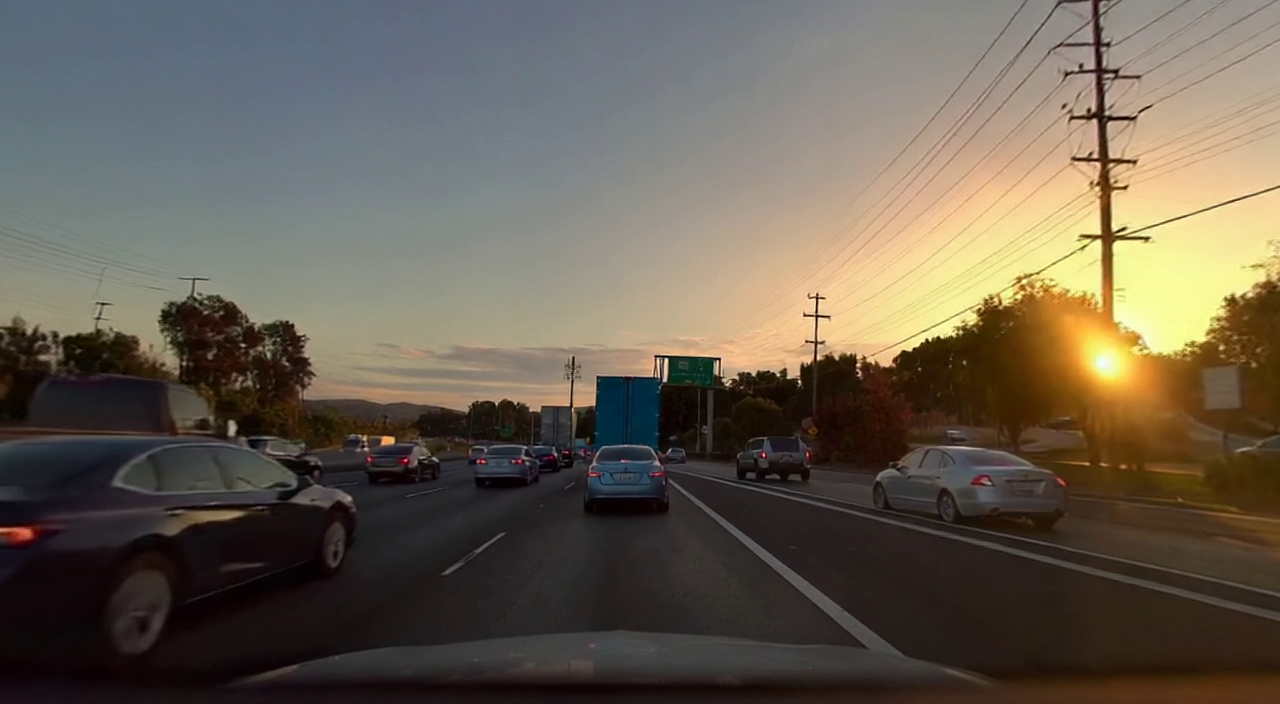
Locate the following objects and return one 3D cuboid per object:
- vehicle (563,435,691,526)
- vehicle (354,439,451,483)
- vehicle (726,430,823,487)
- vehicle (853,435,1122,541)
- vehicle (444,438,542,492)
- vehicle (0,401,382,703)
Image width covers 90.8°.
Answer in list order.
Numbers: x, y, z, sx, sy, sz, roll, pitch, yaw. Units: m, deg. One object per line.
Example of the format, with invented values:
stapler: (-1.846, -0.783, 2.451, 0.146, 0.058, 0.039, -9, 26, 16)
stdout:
vehicle: (-0.312, 2.430, 12.479, 2.112, 1.463, 4.012, 0, -9, -3)
vehicle: (-8.841, 4.081, 23.986, 1.988, 1.472, 4.852, 0, -9, -3)
vehicle: (4.322, 3.507, 21.045, 2.023, 1.676, 4.002, 1, -9, -6)
vehicle: (5.440, 2.156, 10.686, 1.878, 1.406, 4.164, 1, -9, -6)
vehicle: (-4.411, 3.498, 19.883, 1.960, 1.450, 5.246, 0, -9, -2)
vehicle: (-3.762, 1.161, 3.982, 2.235, 1.472, 4.860, 0, -9, 0)
